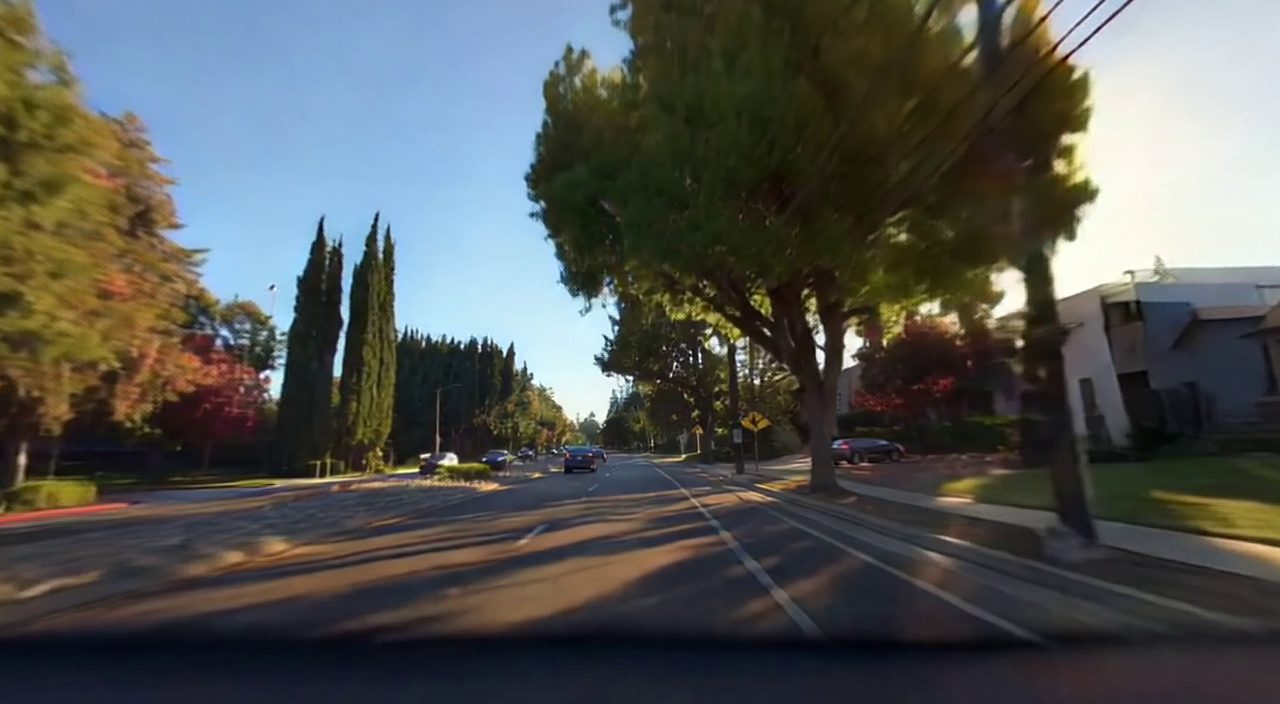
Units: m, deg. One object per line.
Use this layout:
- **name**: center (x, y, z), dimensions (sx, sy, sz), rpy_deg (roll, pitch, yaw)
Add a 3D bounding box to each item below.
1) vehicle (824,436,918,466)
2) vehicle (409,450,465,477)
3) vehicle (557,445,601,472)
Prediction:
- **vehicle**: center (14.193, 6.080, 38.835), dimensions (4.904, 1.735, 2.270), rpy_deg (1, -8, -10)
- **vehicle**: center (-12.252, 6.742, 38.283), dimensions (1.970, 1.496, 4.512), rpy_deg (0, -8, -1)
- **vehicle**: center (-3.487, 6.168, 36.695), dimensions (2.084, 1.466, 4.522), rpy_deg (0, -8, 0)
